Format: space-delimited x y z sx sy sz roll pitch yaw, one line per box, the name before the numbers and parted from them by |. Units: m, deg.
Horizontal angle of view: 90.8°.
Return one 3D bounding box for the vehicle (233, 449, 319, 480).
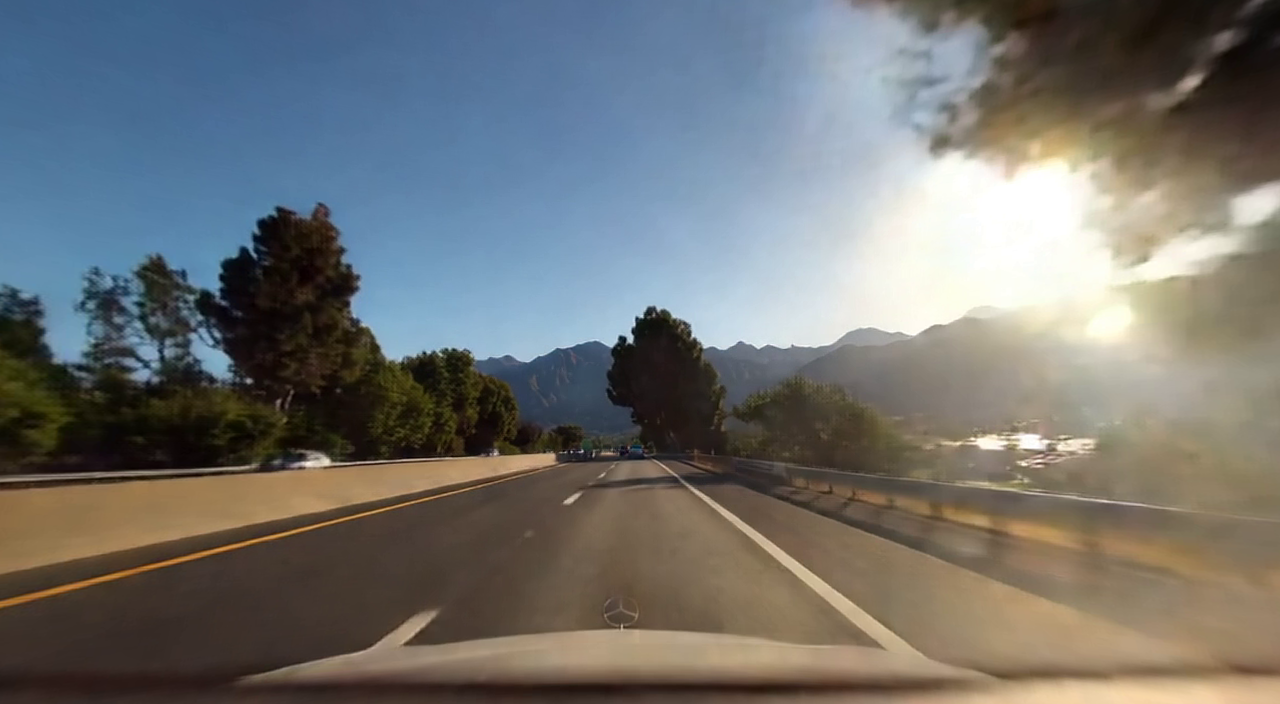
vehicle | -25.631 7.911 44.848 2.375 1.973 6.248 0 -9 0
